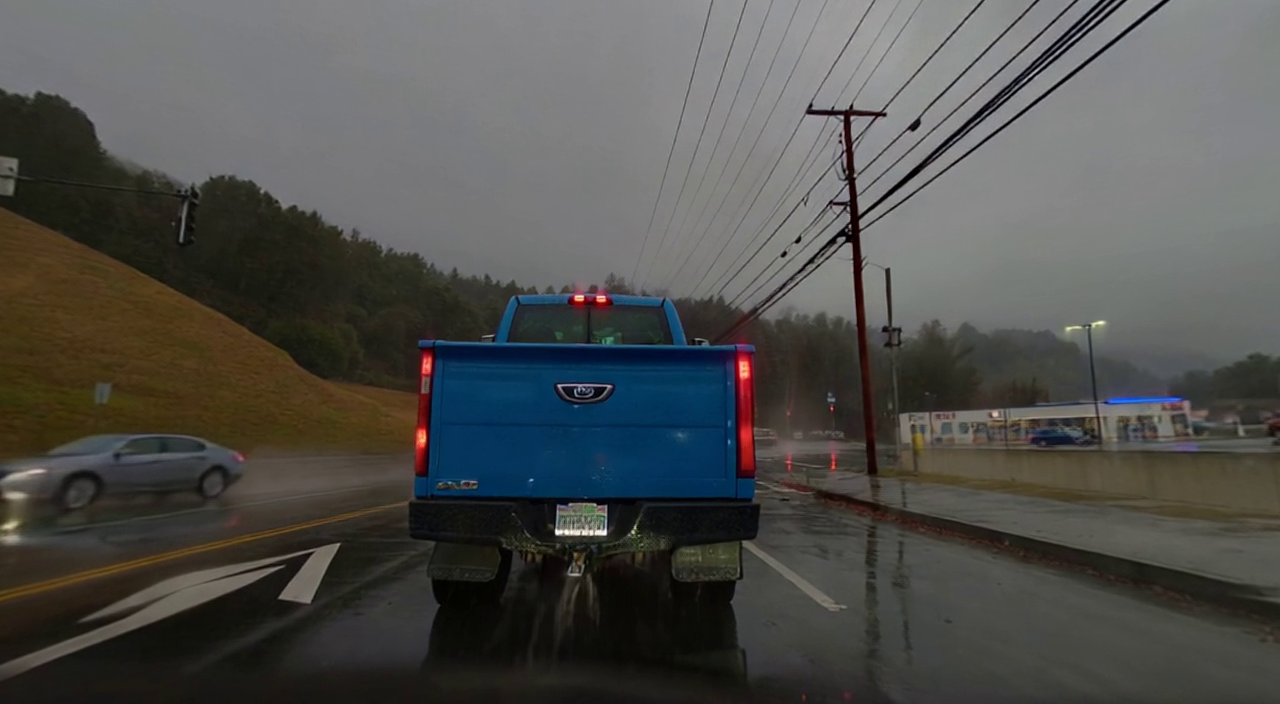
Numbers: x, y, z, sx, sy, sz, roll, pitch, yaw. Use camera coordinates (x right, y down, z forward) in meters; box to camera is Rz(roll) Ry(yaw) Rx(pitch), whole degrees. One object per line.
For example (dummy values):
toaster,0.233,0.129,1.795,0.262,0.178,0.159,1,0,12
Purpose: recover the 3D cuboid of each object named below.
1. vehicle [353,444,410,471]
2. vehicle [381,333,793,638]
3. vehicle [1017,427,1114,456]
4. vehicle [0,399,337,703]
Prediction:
vehicle,-17.111,7.013,41.916,2.133,1.690,4.331,0,-9,-3
vehicle,-0.421,1.323,7.208,2.859,2.144,5.406,0,-9,-1
vehicle,25.572,5.394,37.922,4.419,1.496,1.854,-2,-9,1
vehicle,-3.959,1.189,3.981,2.017,1.555,4.150,-1,-9,0
